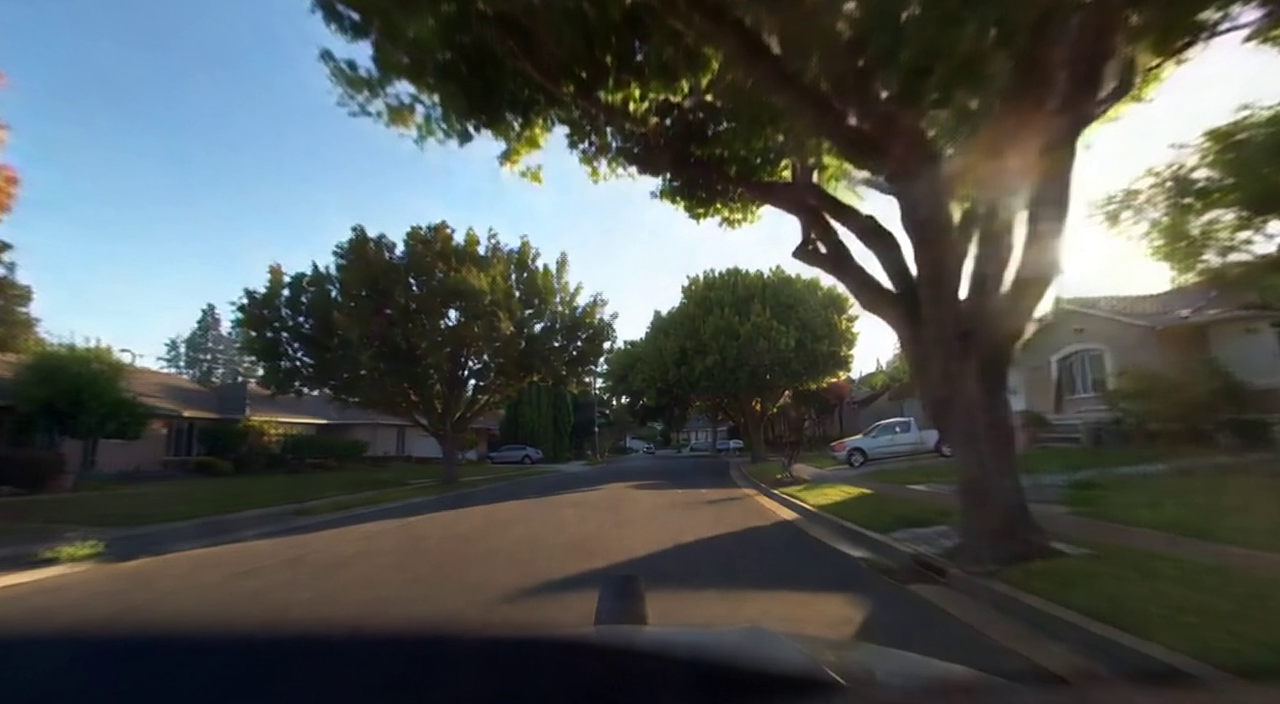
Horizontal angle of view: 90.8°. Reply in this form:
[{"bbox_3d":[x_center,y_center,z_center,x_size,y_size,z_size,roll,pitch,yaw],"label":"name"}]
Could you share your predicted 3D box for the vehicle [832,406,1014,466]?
[{"bbox_3d":[11.098,3.383,25.331,6.053,2.240,2.582,-1,-9,6],"label":"vehicle"}]
